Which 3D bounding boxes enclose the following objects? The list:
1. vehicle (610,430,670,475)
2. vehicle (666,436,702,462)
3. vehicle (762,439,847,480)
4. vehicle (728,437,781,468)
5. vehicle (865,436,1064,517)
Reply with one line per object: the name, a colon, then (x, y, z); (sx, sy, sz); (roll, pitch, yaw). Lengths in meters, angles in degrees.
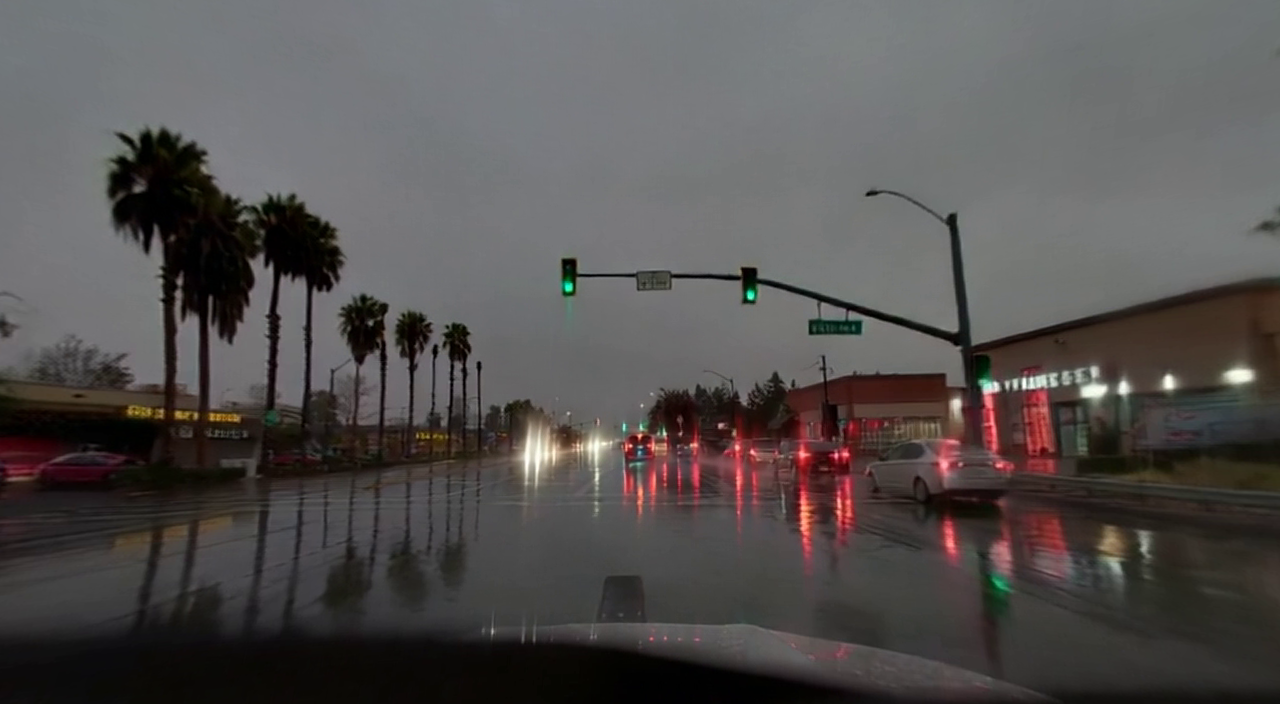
vehicle: (-0.037, 4.495, 28.284); (2.428, 1.816, 4.959); (0, -9, -1)
vehicle: (3.146, 7.122, 46.190); (2.187, 1.777, 4.444); (0, -9, -2)
vehicle: (6.622, 4.394, 26.038); (2.038, 1.476, 5.032); (0, -9, -1)
vehicle: (6.642, 5.906, 37.191); (2.100, 1.675, 4.536); (0, -9, -2)
vehicle: (6.758, 2.628, 13.849); (1.902, 1.461, 4.428); (0, -9, -2)
